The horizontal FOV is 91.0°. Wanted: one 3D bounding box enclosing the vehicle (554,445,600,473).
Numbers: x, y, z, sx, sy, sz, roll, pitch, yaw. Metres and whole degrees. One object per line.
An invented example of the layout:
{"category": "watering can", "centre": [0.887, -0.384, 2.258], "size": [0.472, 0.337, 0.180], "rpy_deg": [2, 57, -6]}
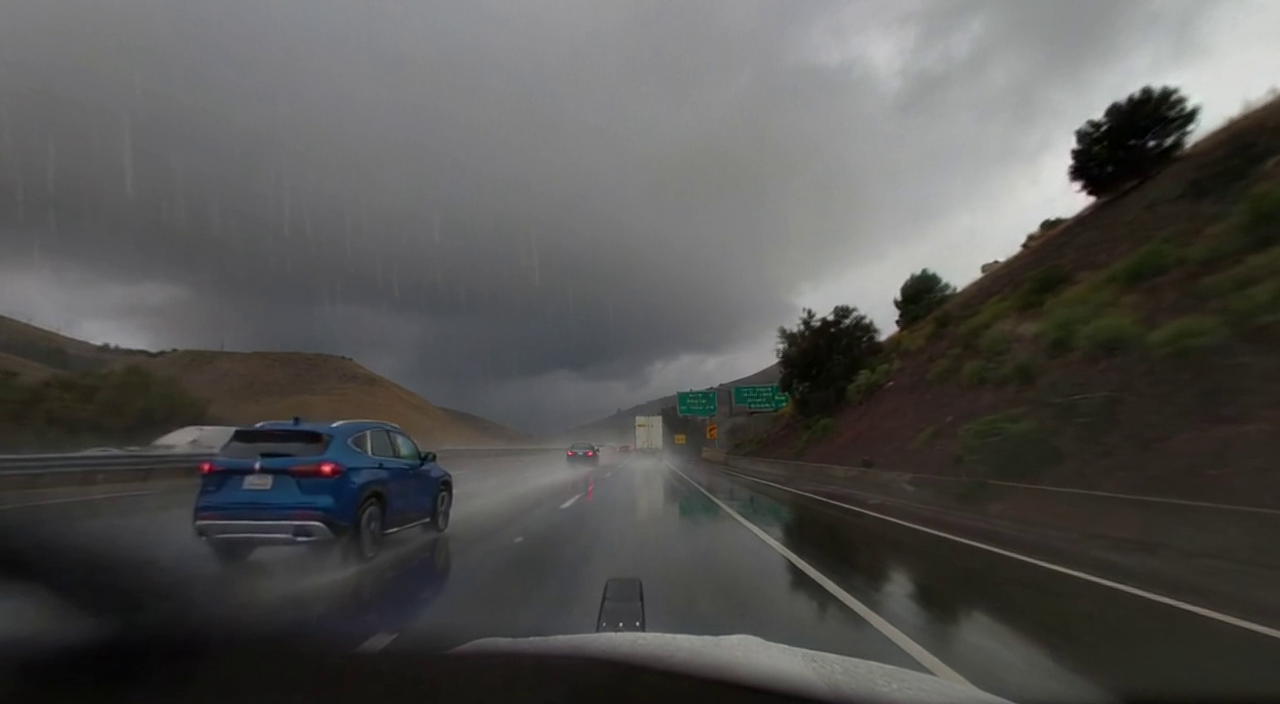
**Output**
{"category": "vehicle", "centre": [-3.563, 6.157, 36.377], "size": [2.101, 1.476, 4.471], "rpy_deg": [0, -9, 1]}

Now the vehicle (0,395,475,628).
{"category": "vehicle", "centre": [-3.657, 1.553, 7.156], "size": [2.194, 1.725, 4.698], "rpy_deg": [0, -9, 1]}
